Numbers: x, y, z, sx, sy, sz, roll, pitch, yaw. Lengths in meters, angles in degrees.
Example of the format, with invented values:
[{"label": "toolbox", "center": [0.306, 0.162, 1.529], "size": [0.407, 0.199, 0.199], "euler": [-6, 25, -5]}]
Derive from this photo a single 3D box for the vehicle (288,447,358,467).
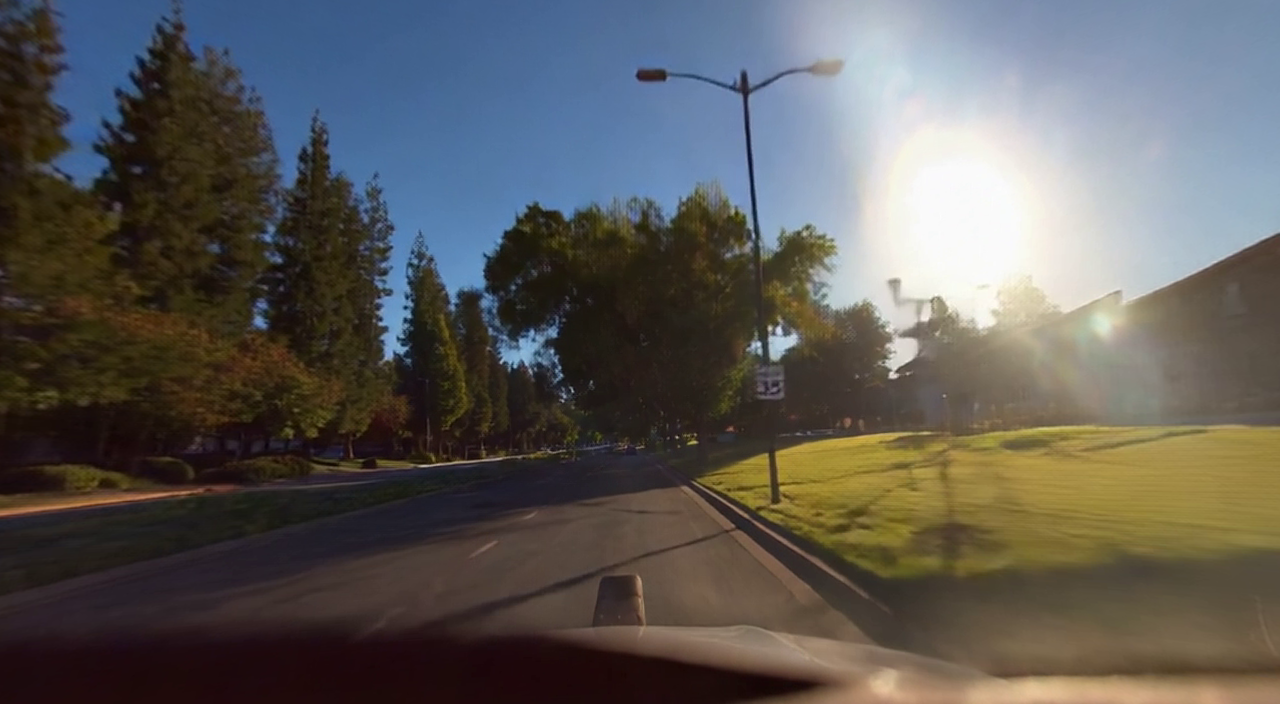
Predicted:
[{"label": "vehicle", "center": [-24.872, 8.252, 49.726], "size": [4.440, 1.460, 1.819], "euler": [0, -8, 0]}]
